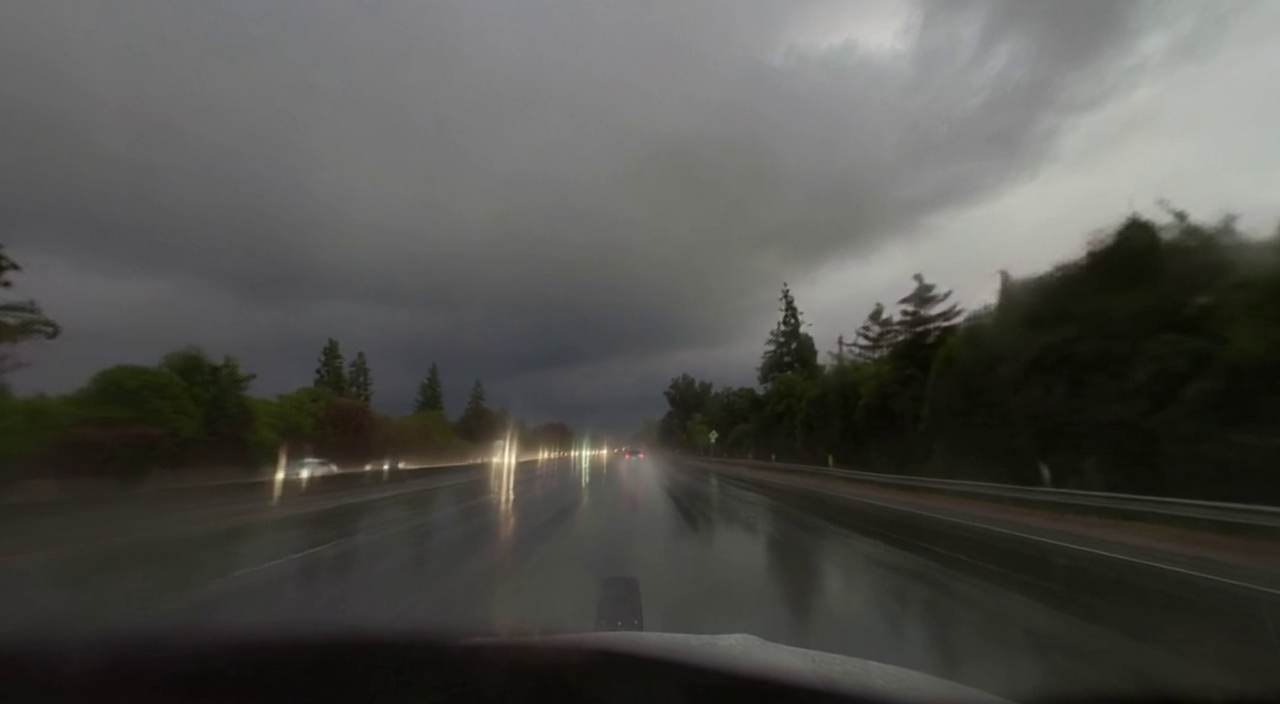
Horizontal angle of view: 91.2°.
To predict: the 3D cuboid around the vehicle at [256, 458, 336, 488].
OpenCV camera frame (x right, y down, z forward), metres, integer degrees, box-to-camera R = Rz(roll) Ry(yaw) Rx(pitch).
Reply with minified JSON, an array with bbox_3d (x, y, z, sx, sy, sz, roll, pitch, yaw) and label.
[{"bbox_3d":[-19.169,6.763,35.184,1.946,1.482,4.513,0,-9,-1],"label":"vehicle"}]
